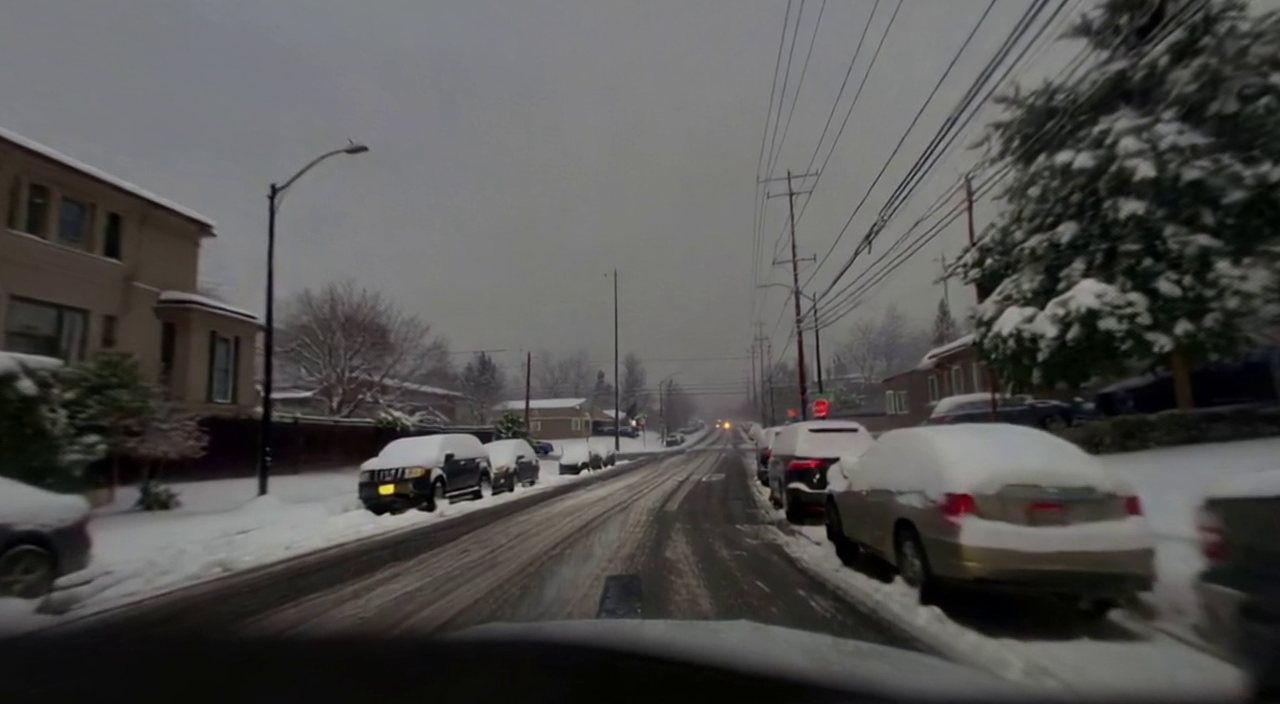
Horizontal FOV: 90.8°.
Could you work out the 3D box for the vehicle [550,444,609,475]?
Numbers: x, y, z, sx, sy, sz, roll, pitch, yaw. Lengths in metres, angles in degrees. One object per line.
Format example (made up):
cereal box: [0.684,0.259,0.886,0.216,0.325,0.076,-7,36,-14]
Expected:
vehicle: [-3.002,5.464,32.419,2.098,1.454,4.449,-1,-8,7]

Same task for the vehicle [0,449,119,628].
vehicle: [-7.443,1.684,5.123,2.086,1.706,4.649,-1,-8,8]

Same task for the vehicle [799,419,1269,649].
vehicle: [3.187,1.524,6.581,1.873,1.489,4.761,0,-8,1]

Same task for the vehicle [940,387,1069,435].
vehicle: [12.559,2.162,22.203,1.909,1.455,4.721,-1,-8,3]

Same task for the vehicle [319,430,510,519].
vehicle: [-5.703,3.161,17.158,2.359,1.947,5.833,-1,-8,8]

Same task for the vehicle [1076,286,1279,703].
vehicle: [3.061,0.480,0.419,2.161,1.813,4.910,-1,-8,2]
